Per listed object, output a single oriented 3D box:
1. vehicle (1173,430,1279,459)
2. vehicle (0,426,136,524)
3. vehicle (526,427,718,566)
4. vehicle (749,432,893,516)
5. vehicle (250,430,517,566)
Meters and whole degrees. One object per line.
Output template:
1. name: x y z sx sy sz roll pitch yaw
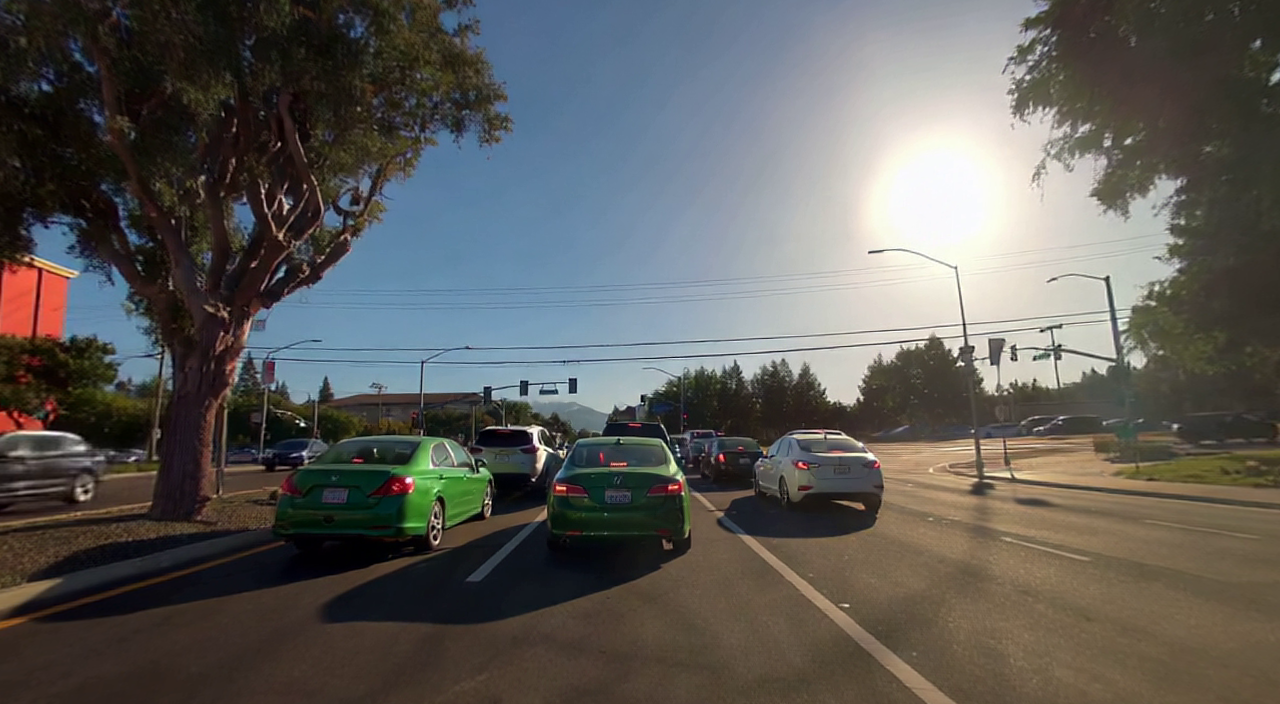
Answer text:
1. vehicle: 36.409 5.696 38.734 5.265 1.702 1.930 -5 -10 28
2. vehicle: -12.481 2.347 12.278 2.082 1.704 4.488 1 -8 -8
3. vehicle: -0.197 1.825 8.702 2.041 1.450 3.847 0 -8 0
4. vehicle: 3.572 2.464 13.260 1.880 1.476 3.932 0 -8 1
5. vehicle: -3.187 1.886 8.943 1.917 1.441 4.128 -1 -8 2
